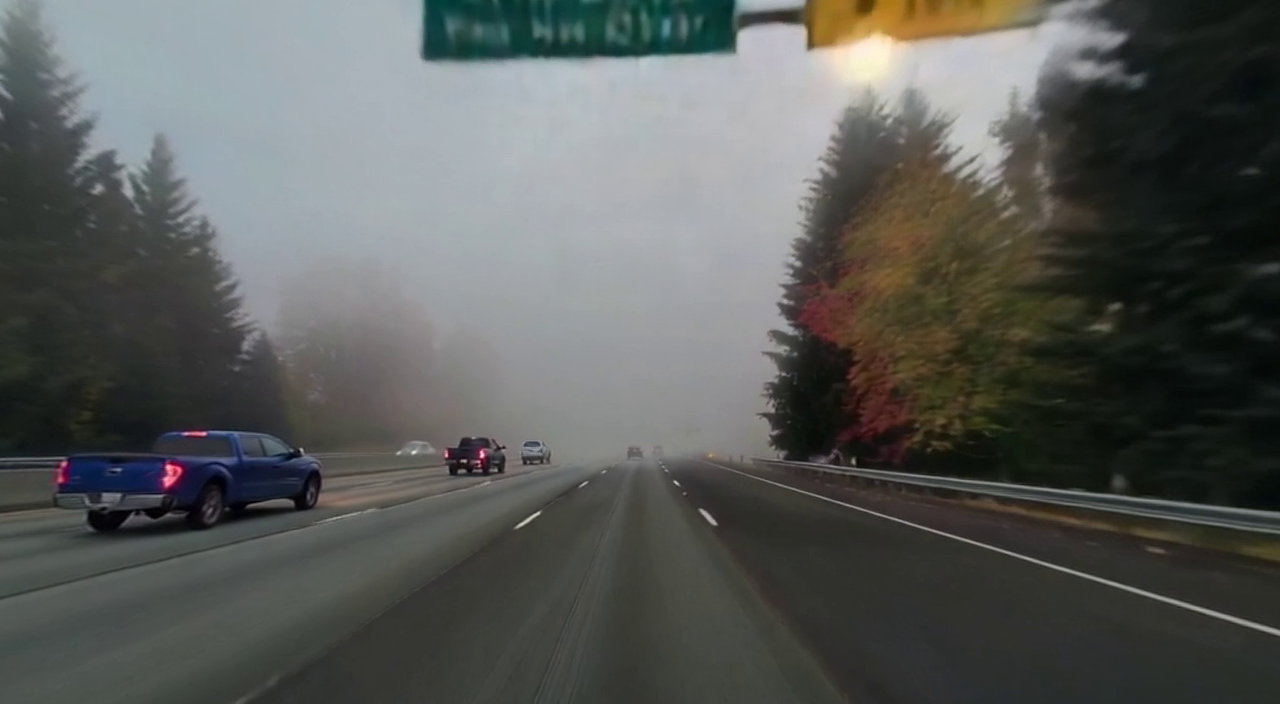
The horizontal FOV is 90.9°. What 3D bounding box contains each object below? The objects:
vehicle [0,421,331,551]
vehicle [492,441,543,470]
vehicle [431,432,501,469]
[{"bbox_3d":[-7.160,1.984,10.101,1.965,1.567,4.686,0,-8,1],"label":"vehicle"},{"bbox_3d":[-6.717,5.720,34.988,1.919,1.499,4.234,0,-8,1],"label":"vehicle"},{"bbox_3d":[-10.293,5.891,37.906,2.347,1.984,5.778,0,-8,2],"label":"vehicle"}]
